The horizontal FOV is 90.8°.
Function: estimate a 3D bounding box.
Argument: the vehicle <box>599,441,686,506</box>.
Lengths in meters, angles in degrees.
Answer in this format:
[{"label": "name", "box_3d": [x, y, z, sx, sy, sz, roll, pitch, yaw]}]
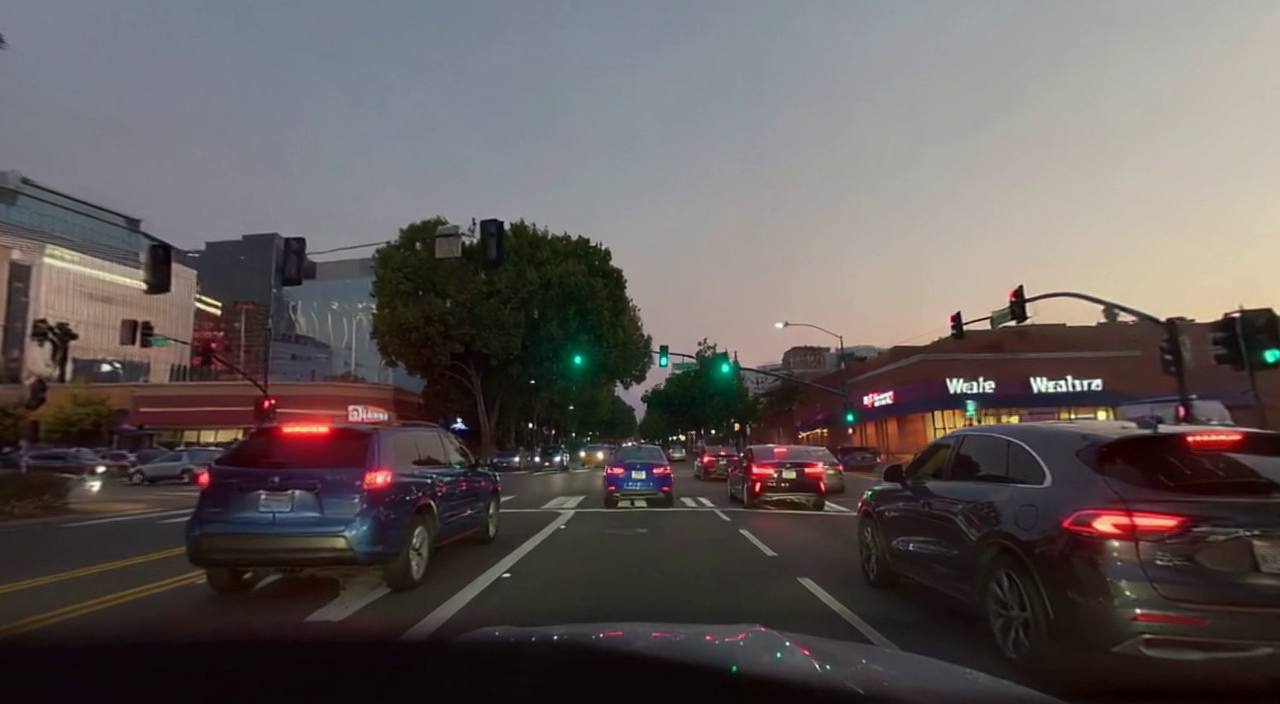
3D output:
[{"label": "vehicle", "box_3d": [0.037, 3.295, 17.505, 2.154, 1.577, 3.723, 0, -9, -1]}]

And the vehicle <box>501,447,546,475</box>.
[{"label": "vehicle", "box_3d": [-7.908, 7.422, 43.380, 2.293, 1.777, 4.497, 0, -9, 0]}]

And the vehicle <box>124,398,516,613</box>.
[{"label": "vehicle", "box_3d": [-3.228, 1.679, 7.878, 2.257, 1.823, 4.777, -1, -9, 2]}]

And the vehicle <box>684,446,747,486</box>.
[{"label": "vehicle", "box_3d": [3.095, 4.778, 26.879, 2.099, 1.553, 4.279, 0, -9, -1]}]

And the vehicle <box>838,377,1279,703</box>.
[{"label": "vehicle", "box_3d": [3.289, 1.259, 4.910, 2.075, 1.661, 4.401, 0, -9, 0]}]

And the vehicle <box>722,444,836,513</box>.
[{"label": "vehicle", "box_3d": [3.321, 3.084, 15.953, 1.865, 1.496, 4.170, 0, -9, -1]}]
